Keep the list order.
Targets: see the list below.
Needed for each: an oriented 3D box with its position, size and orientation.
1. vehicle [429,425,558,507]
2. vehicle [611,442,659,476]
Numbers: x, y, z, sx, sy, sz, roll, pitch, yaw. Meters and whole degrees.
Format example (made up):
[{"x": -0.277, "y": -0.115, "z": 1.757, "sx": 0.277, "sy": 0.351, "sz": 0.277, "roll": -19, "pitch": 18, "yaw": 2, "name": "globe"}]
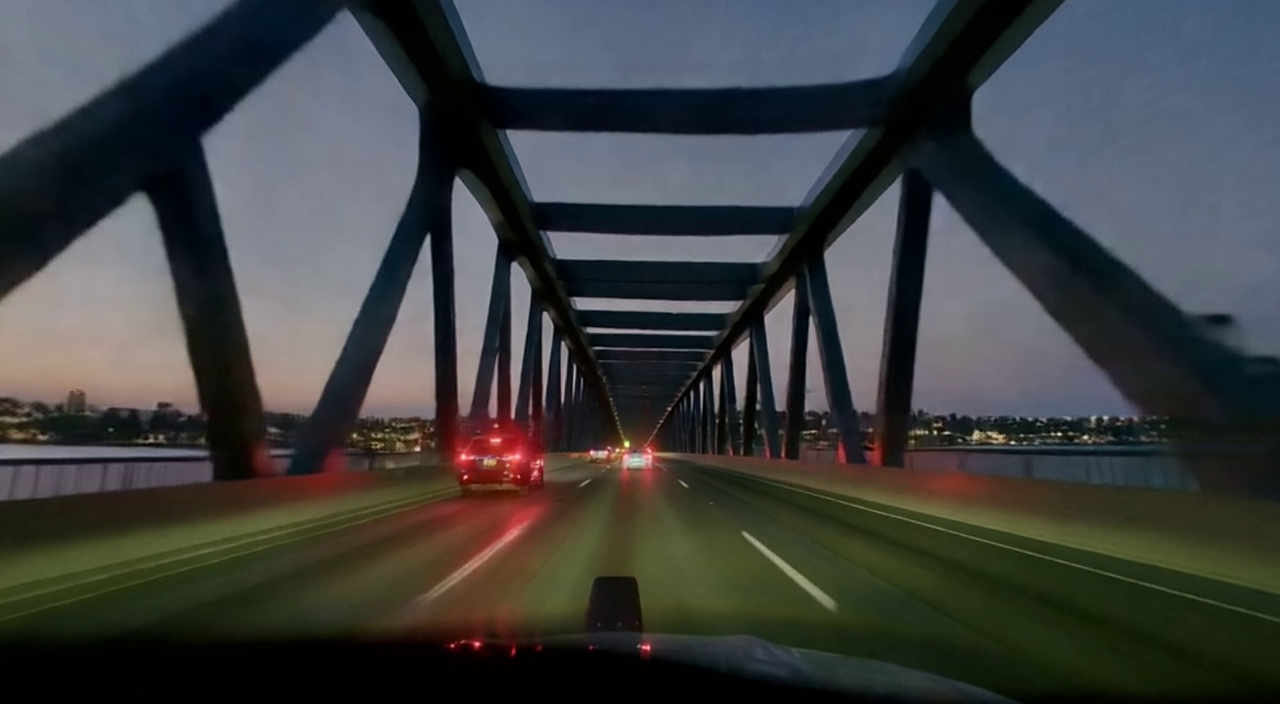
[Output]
[{"x": -3.585, "y": 2.899, "z": 16.542, "sx": 2.190, "sy": 1.807, "sz": 4.741, "roll": 0, "pitch": -9, "yaw": 1, "name": "vehicle"}, {"x": -0.214, "y": 4.864, "z": 28.939, "sx": 2.048, "sy": 1.450, "sz": 3.973, "roll": 0, "pitch": -9, "yaw": -1, "name": "vehicle"}]
